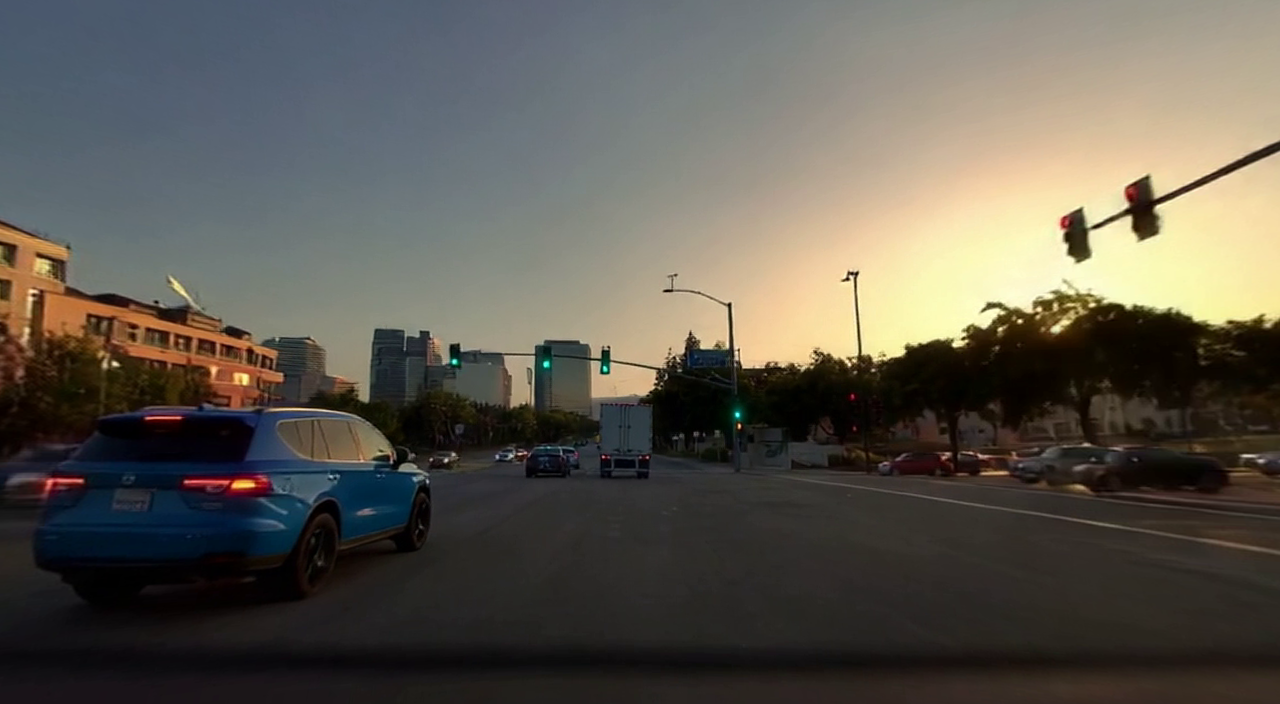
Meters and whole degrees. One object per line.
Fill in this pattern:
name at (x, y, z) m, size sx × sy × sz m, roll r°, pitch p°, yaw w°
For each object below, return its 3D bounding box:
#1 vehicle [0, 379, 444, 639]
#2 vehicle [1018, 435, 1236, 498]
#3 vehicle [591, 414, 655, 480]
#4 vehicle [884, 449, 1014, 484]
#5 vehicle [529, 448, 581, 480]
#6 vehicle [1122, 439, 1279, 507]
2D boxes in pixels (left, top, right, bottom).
vehicle at (-4.054, 1.472, 6.960) m, size 2.178 × 1.826 × 4.933 m, roll 0°, pitch -9°, yaw 0°
vehicle at (14.163, 3.329, 18.501) m, size 4.609 × 1.723 × 2.157 m, roll 0°, pitch -9°, yaw -1°
vehicle at (-0.830, 4.965, 32.807) m, size 2.993 × 3.051 × 6.692 m, roll 0°, pitch -9°, yaw 0°
vehicle at (14.047, 5.206, 28.749) m, size 4.807 × 1.530 × 2.066 m, roll 0°, pitch -9°, yaw -2°
vehicle at (-4.148, 5.504, 31.214) m, size 2.023 × 1.483 × 4.143 m, roll 0°, pitch -9°, yaw -1°
vehicle at (15.090, 2.892, 15.291) m, size 4.983 × 1.511 × 2.077 m, roll 0°, pitch -9°, yaw -1°
